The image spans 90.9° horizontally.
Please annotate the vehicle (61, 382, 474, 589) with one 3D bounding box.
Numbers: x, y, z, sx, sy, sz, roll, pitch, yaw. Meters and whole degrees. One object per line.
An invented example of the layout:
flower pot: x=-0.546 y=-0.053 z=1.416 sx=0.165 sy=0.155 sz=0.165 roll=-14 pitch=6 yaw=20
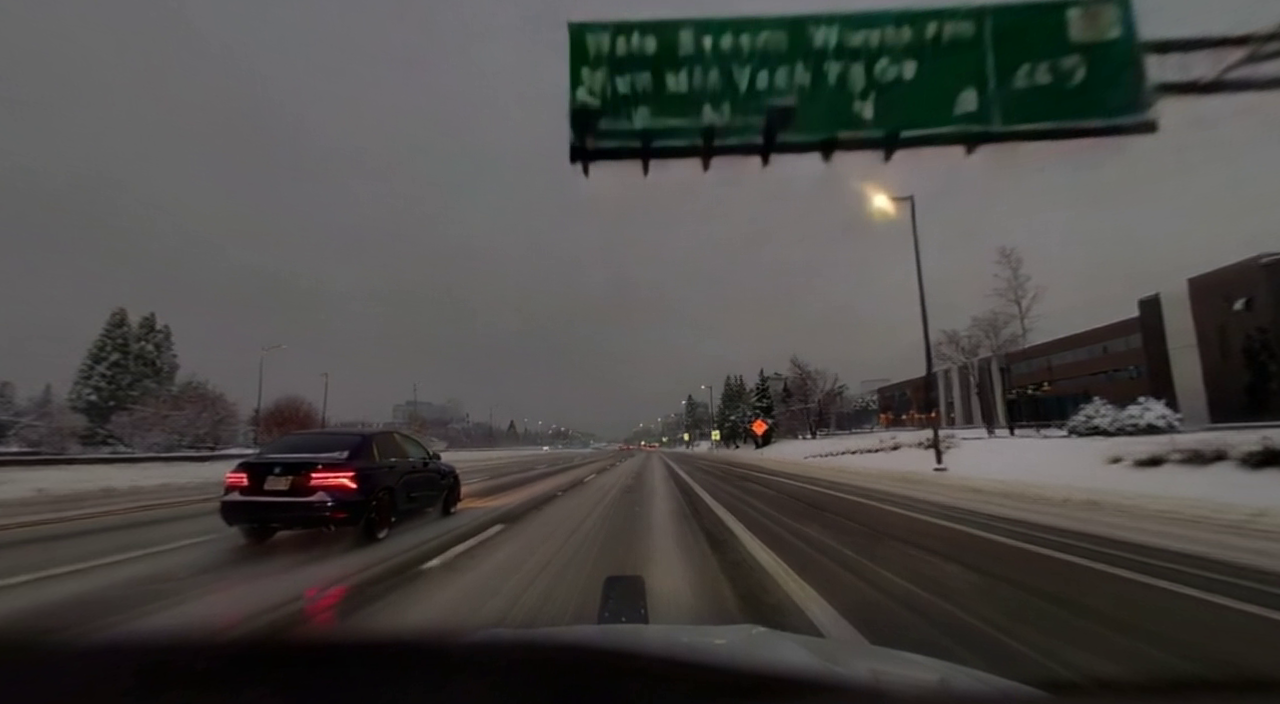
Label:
vehicle: x=-3.915 y=1.504 z=7.970 sx=2.145 sy=1.793 sz=4.762 roll=0 pitch=-8 yaw=2
